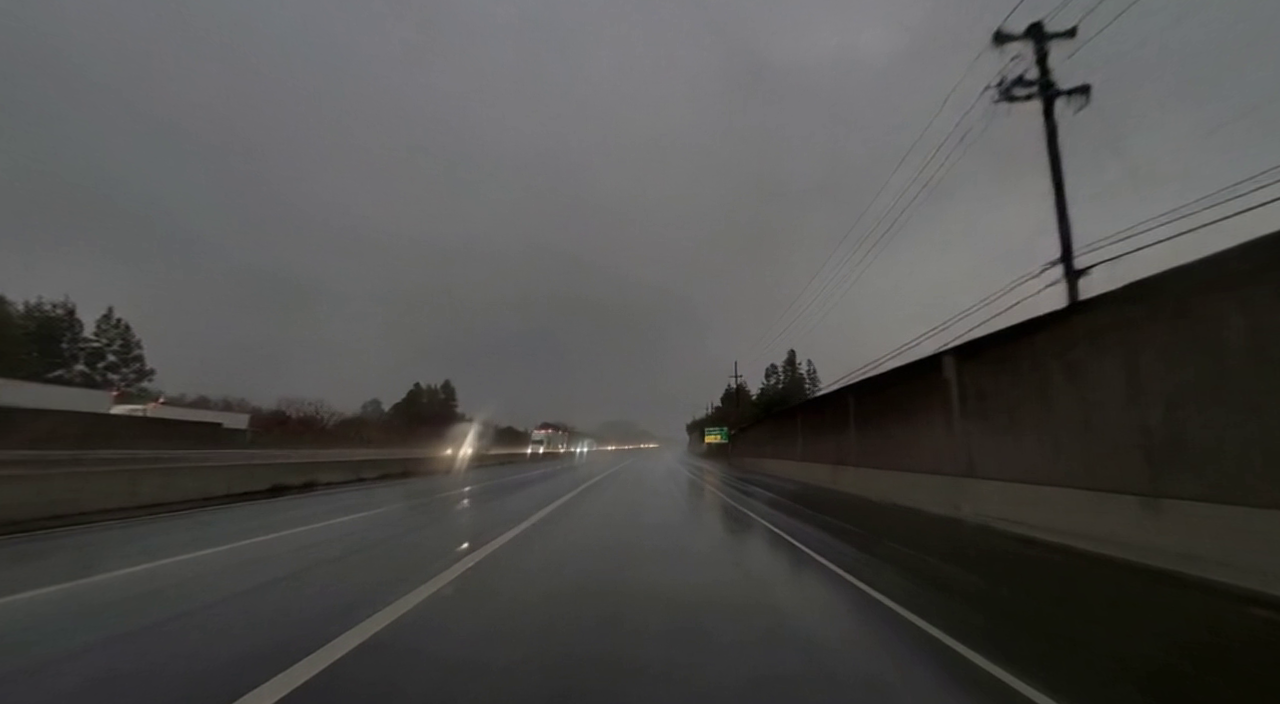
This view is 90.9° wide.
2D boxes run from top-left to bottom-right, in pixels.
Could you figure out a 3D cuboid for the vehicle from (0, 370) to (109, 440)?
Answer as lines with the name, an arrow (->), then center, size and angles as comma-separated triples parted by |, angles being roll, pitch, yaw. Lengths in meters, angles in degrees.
vehicle -> -41.647, 3.119, 39.114 | 2.823, 4.002, 15.316 | -4, -10, 6
